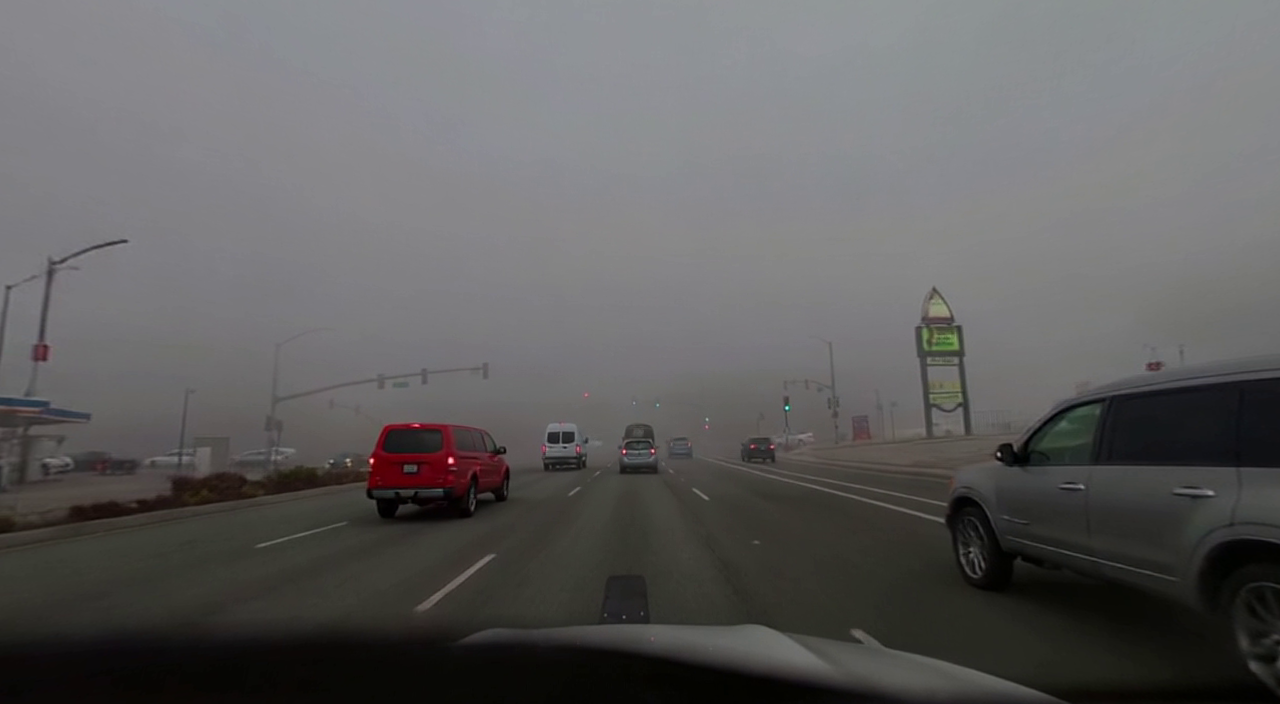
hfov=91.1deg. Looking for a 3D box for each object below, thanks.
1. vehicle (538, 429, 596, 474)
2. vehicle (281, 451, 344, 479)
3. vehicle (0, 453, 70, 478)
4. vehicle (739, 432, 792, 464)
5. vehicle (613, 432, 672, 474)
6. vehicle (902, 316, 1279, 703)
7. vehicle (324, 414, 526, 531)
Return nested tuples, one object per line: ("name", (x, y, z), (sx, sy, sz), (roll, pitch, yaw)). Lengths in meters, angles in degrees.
("vehicle", (-3.314, 4.631, 29.524), (2.025, 1.936, 4.995), (0, -8, 1))
("vehicle", (-20.714, 7.152, 39.970), (2.324, 1.551, 4.965), (2, -8, -13))
("vehicle", (-46.668, 8.550, 47.496), (4.918, 1.754, 2.120), (0, -8, 0))
("vehicle", (7.137, 5.501, 36.208), (2.119, 1.696, 4.623), (0, -8, 0))
("vehicle", (0.083, 4.571, 28.771), (2.426, 1.703, 5.602), (0, -8, 0))
("vehicle", (3.738, 0.937, 3.971), (2.055, 1.786, 4.817), (0, -8, 0))
("vehicle", (-3.697, 2.174, 12.037), (2.002, 1.747, 5.173), (0, -8, 0))
